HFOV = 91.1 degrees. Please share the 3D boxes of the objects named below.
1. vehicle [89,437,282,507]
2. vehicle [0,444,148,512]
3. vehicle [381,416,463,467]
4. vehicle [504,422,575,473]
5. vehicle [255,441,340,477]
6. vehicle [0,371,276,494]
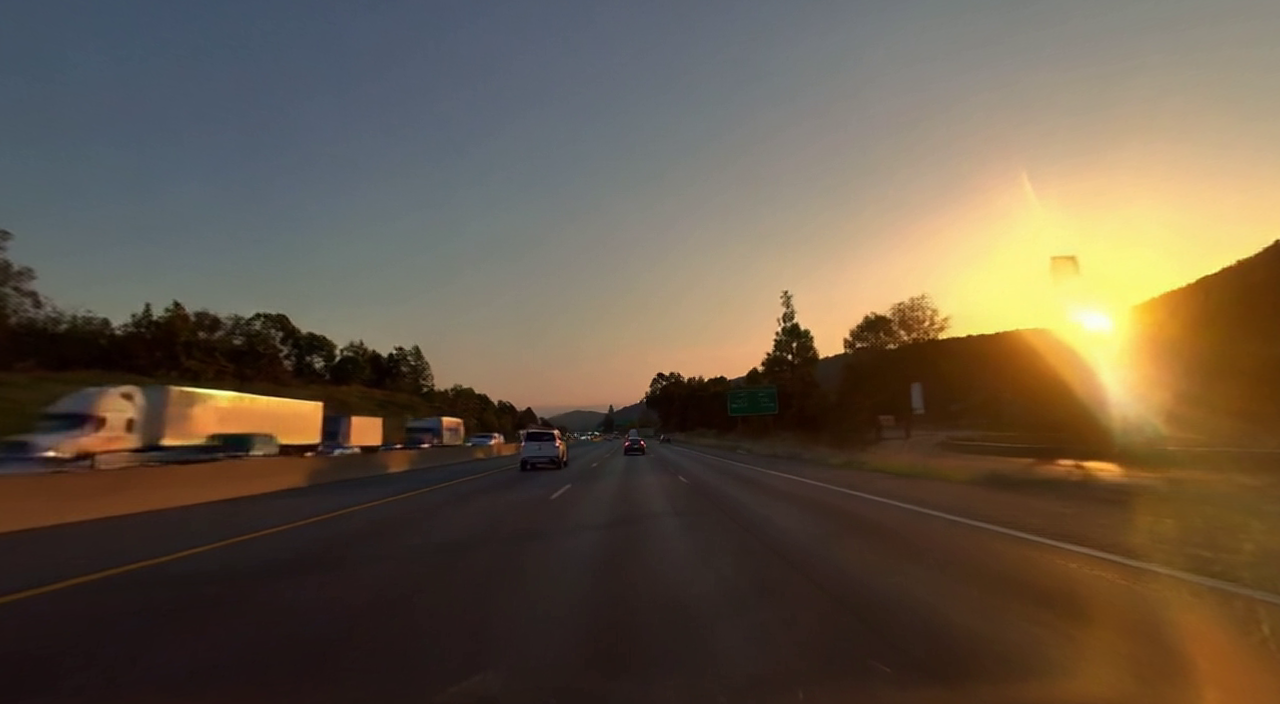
[{"bbox_3d":[-11.335,2.955,16.119,1.888,1.538,4.057,0,-8,1],"label":"vehicle"},{"bbox_3d":[-15.928,3.254,16.756,1.874,1.528,4.714,0,-8,-1],"label":"vehicle"},{"bbox_3d":[-11.769,4.891,34.515,2.420,2.524,5.654,0,-8,0],"label":"vehicle"},{"bbox_3d":[-3.983,3.885,25.859,2.115,1.887,4.721,0,-8,0],"label":"vehicle"},{"bbox_3d":[-15.913,4.948,29.424,1.846,1.550,3.815,0,-8,0],"label":"vehicle"},{"bbox_3d":[-19.858,3.342,25.904,3.141,3.906,11.698,0,-8,-2],"label":"vehicle"}]
